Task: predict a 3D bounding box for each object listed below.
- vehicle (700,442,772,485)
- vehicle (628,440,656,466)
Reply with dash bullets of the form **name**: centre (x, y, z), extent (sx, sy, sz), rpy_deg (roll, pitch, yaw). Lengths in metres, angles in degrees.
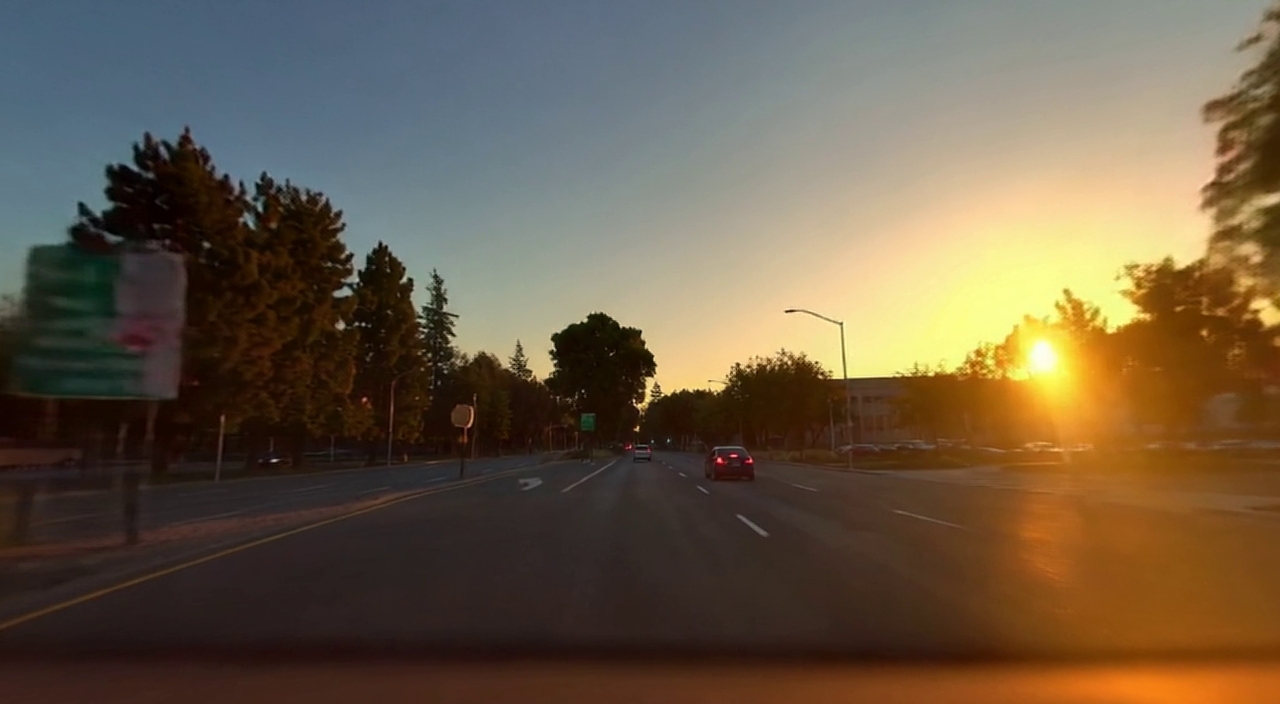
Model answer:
- **vehicle**: centre (3.644, 4.325, 24.838), extent (1.948, 1.479, 4.620), rpy_deg (0, -9, -2)
- **vehicle**: centre (0.101, 7.375, 46.322), extent (1.988, 1.800, 4.322), rpy_deg (0, -9, -1)
